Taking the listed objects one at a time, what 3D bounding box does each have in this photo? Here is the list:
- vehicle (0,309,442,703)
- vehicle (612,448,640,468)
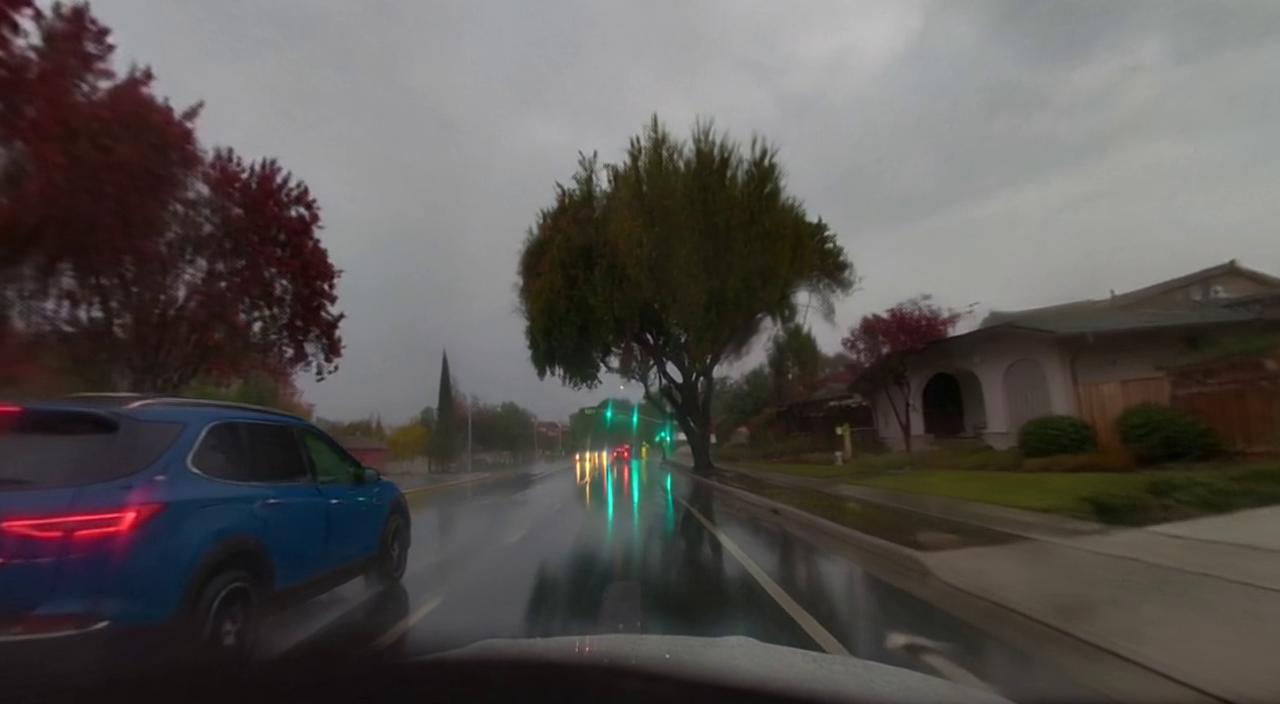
[{"bbox_3d":[-3.548,1.176,4.760,2.276,1.960,5.561,0,-8,0],"label":"vehicle"},{"bbox_3d":[-1.086,7.920,47.380,2.016,1.470,3.784,0,-8,-2],"label":"vehicle"}]
